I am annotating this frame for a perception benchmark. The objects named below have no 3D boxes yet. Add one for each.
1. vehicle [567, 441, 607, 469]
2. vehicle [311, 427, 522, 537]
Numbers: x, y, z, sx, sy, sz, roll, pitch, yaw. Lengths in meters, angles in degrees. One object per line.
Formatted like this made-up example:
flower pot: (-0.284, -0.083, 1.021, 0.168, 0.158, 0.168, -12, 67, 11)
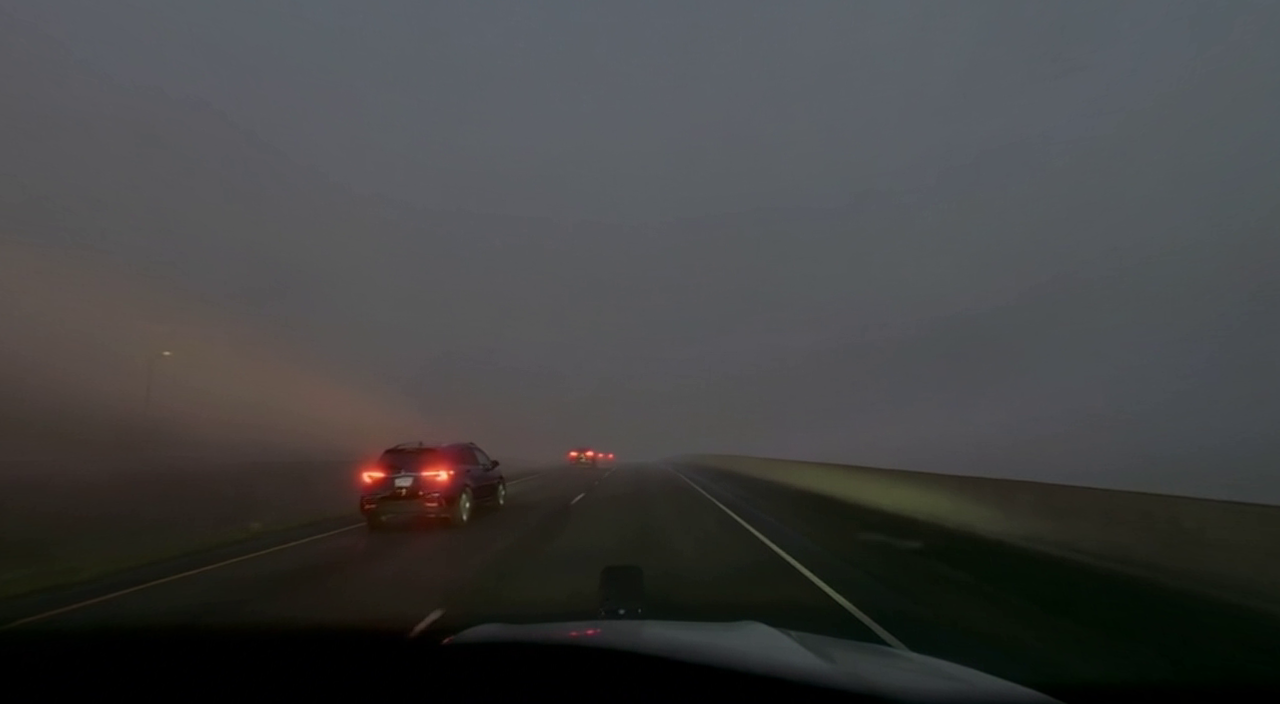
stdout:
vehicle: (-3.348, 6.616, 40.577, 2.133, 1.683, 4.340, 0, -9, 1)
vehicle: (-3.638, 2.204, 11.272, 2.195, 1.573, 4.176, 0, -9, 1)
